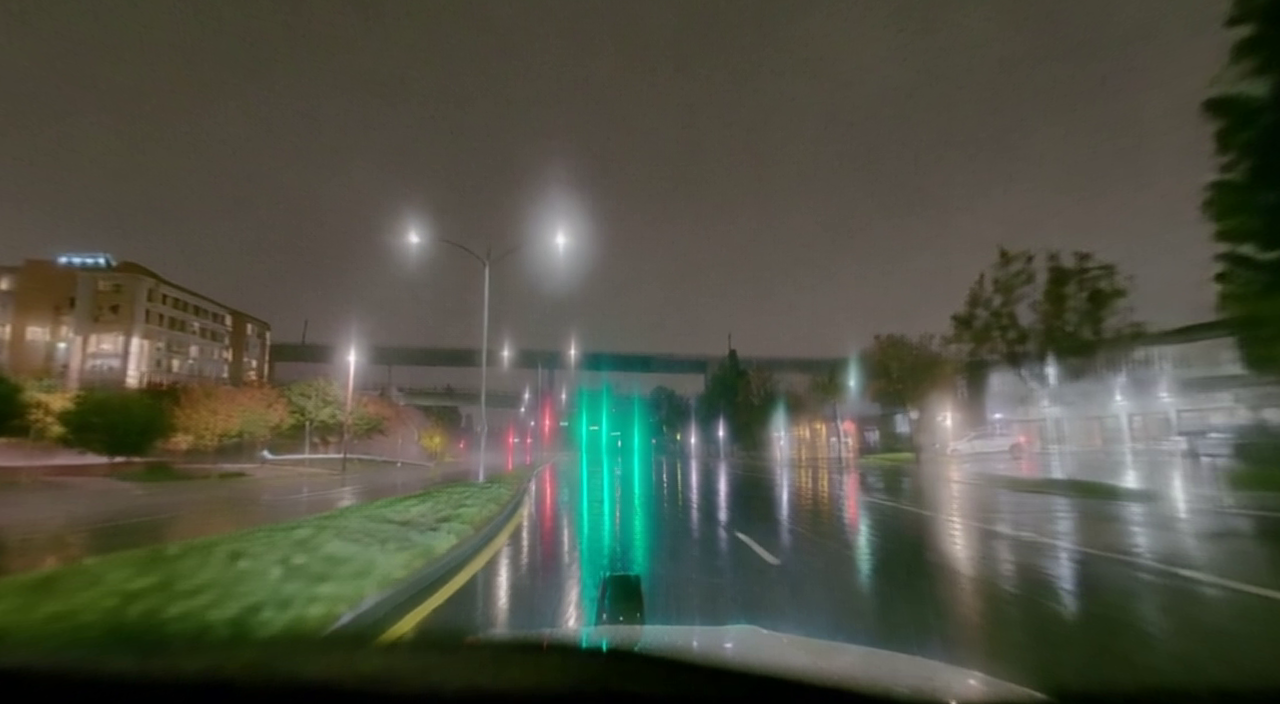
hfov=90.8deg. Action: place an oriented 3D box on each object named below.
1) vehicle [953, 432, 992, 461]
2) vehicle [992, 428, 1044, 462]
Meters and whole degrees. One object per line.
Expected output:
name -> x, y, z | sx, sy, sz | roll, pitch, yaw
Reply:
vehicle -> 21.870, 6.223, 41.655 | 1.969, 1.732, 4.610 | -3, -9, 24
vehicle -> 23.829, 5.877, 40.017 | 2.177, 1.983, 5.217 | -3, -9, 25
